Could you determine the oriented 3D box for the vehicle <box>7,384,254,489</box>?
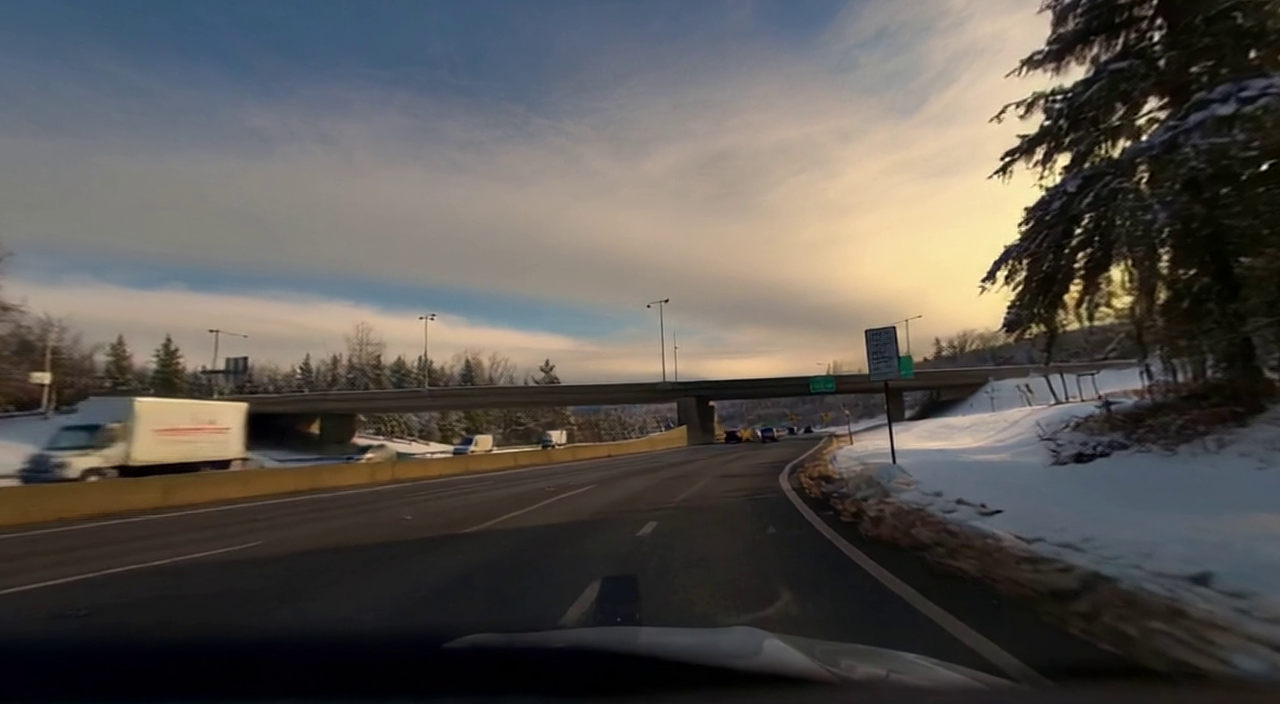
[{"bbox_3d":[-20.495,3.513,26.034,2.974,3.663,7.183,-3,-8,19],"label":"vehicle"}]
